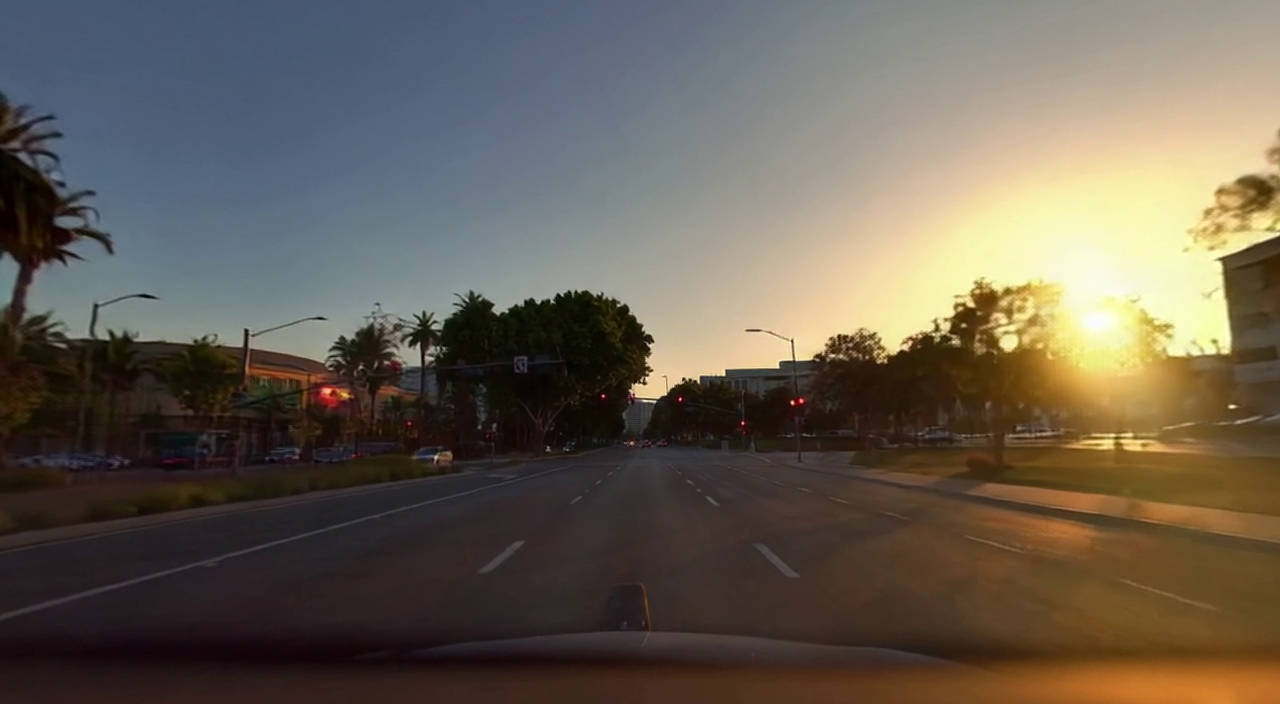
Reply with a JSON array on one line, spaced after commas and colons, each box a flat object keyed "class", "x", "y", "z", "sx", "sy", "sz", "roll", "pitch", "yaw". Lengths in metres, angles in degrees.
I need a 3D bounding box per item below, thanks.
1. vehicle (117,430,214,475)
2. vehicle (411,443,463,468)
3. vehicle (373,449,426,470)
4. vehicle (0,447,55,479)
[{"class": "vehicle", "x": -33.002, "y": 6.953, "z": 43.858, "sx": 5.761, "sy": 2.906, "sz": 2.463, "roll": -3, "pitch": -9, "yaw": 20}, {"class": "vehicle", "x": -14.258, "y": 7.283, "z": 44.483, "sx": 2.059, "sy": 1.648, "sz": 4.420, "roll": 0, "pitch": -8, "yaw": 2}, {"class": "vehicle", "x": -17.683, "y": 7.878, "z": 46.537, "sx": 2.077, "sy": 1.417, "sz": 4.422, "roll": 0, "pitch": -8, "yaw": 1}, {"class": "vehicle", "x": -37.124, "y": 6.417, "z": 36.586, "sx": 4.272, "sy": 1.729, "sz": 2.017, "roll": 0, "pitch": -8, "yaw": 2}]
